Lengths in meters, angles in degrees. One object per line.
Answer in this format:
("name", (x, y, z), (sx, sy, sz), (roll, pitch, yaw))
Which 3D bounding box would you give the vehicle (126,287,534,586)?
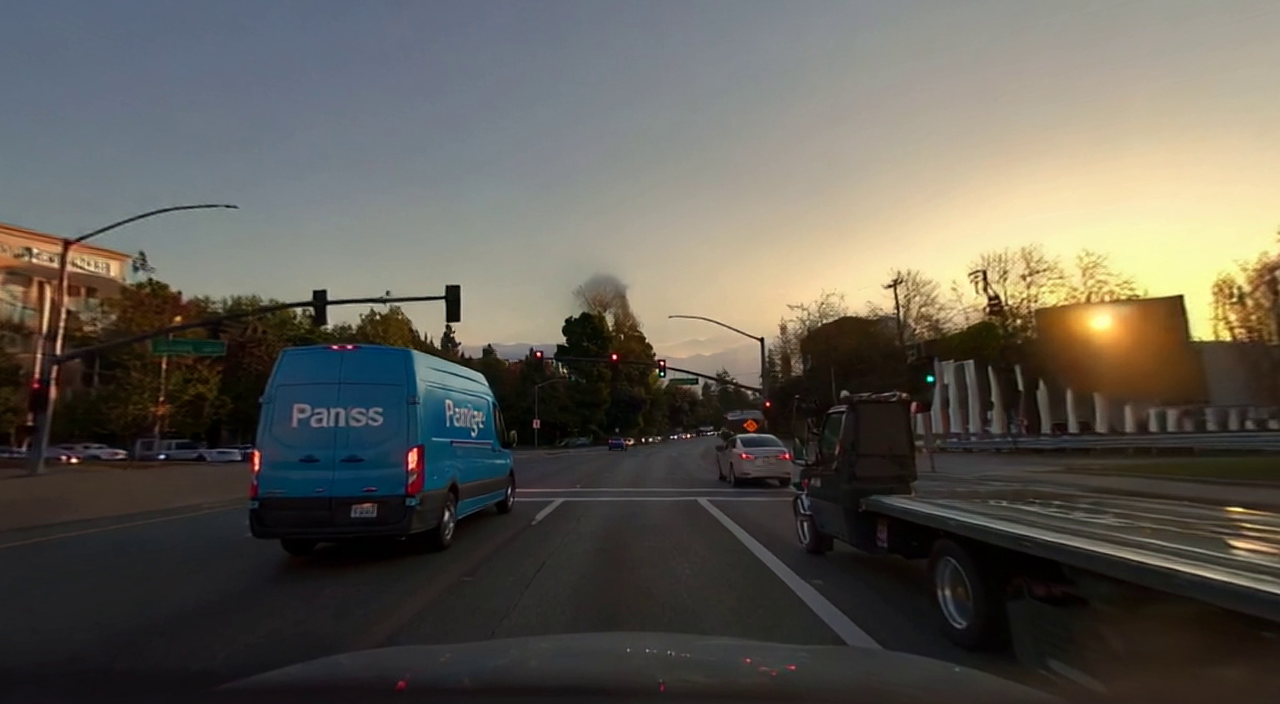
("vehicle", (-3.413, 1.243, 9.172), (2.443, 2.784, 6.493), (0, -9, 1))

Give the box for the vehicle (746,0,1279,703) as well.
("vehicle", (3.183, 0.231, 5.081), (2.861, 3.525, 9.858), (0, -9, 0))
